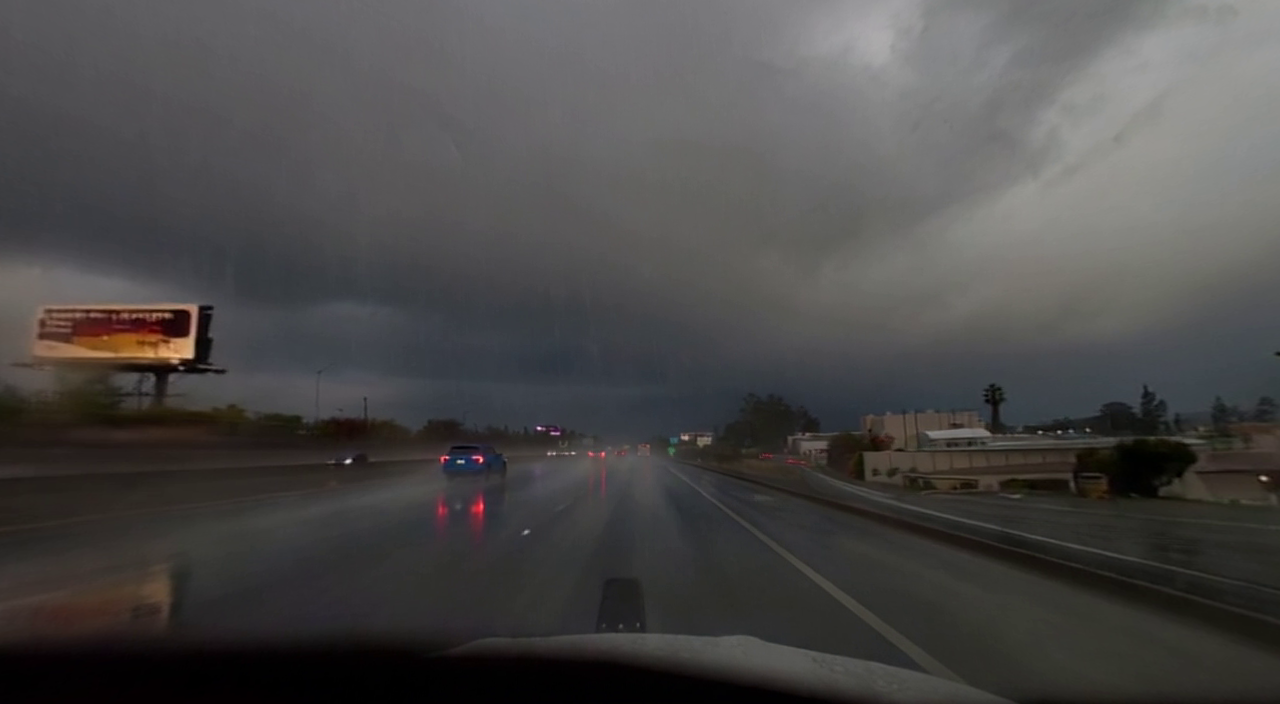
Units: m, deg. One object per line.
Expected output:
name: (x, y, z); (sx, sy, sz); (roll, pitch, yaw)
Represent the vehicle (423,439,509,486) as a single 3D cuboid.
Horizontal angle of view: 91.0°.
vehicle: (-6.920, 4.443, 25.648); (2.055, 1.683, 4.804); (0, -9, 1)
